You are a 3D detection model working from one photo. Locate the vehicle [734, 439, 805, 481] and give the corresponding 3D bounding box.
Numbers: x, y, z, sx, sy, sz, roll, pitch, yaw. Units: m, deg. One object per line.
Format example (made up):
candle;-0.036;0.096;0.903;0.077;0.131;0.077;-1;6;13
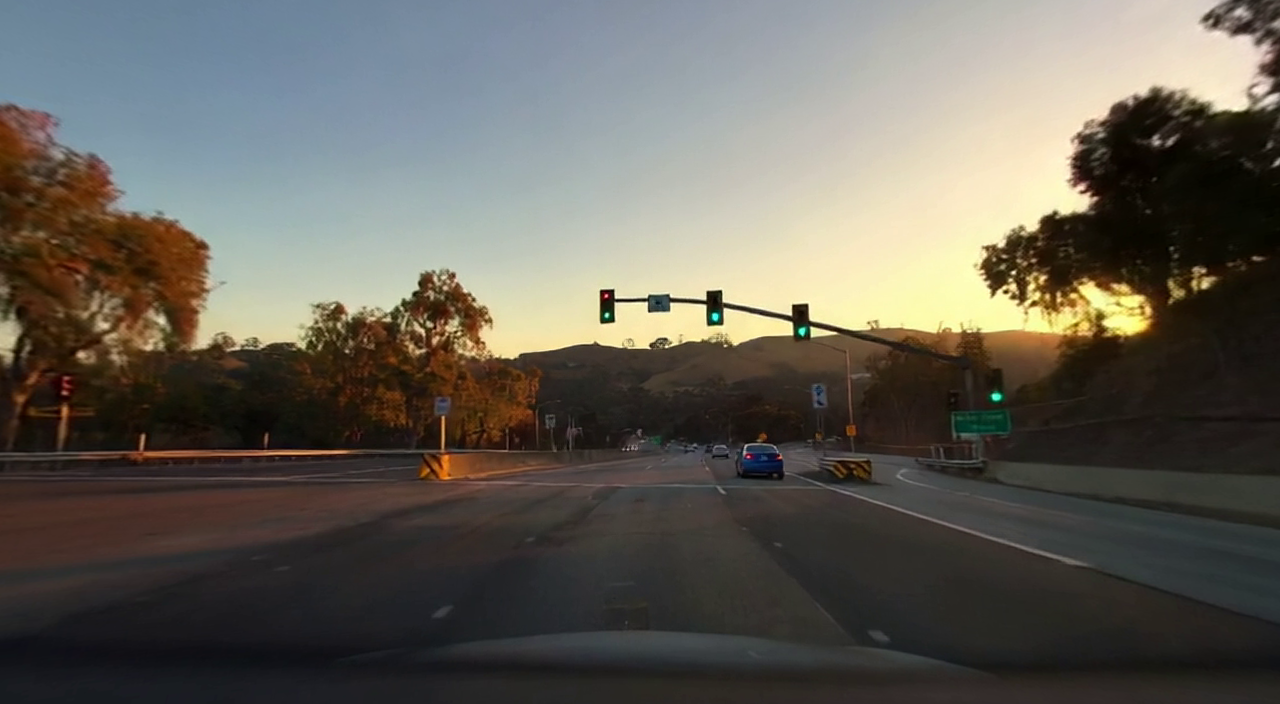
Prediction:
vehicle;4.896;4.132;24.388;1.916;1.469;4.481;0;-8;2
